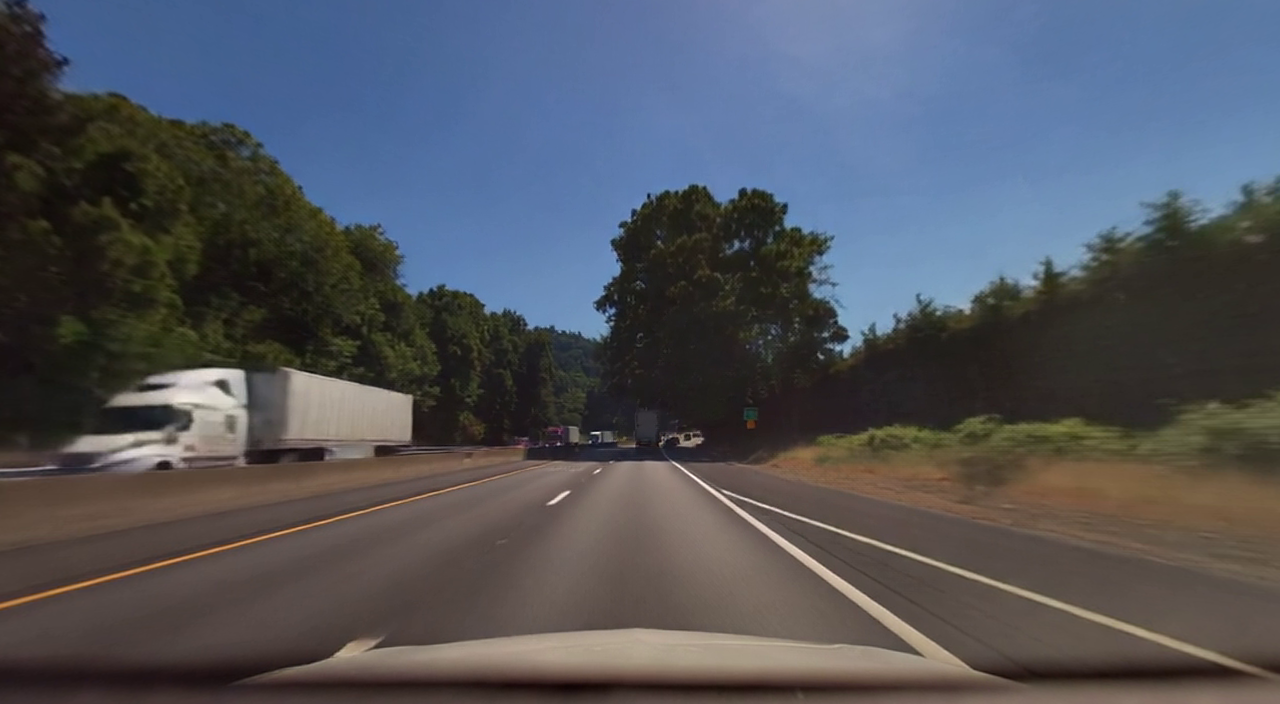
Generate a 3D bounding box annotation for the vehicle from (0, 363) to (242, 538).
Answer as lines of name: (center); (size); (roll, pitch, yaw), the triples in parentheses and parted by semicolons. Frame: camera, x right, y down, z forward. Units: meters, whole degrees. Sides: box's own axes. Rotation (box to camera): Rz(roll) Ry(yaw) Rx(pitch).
vehicle: (-10.009, 1.705, 11.009); (2.304, 2.391, 5.779); (0, -8, 0)
